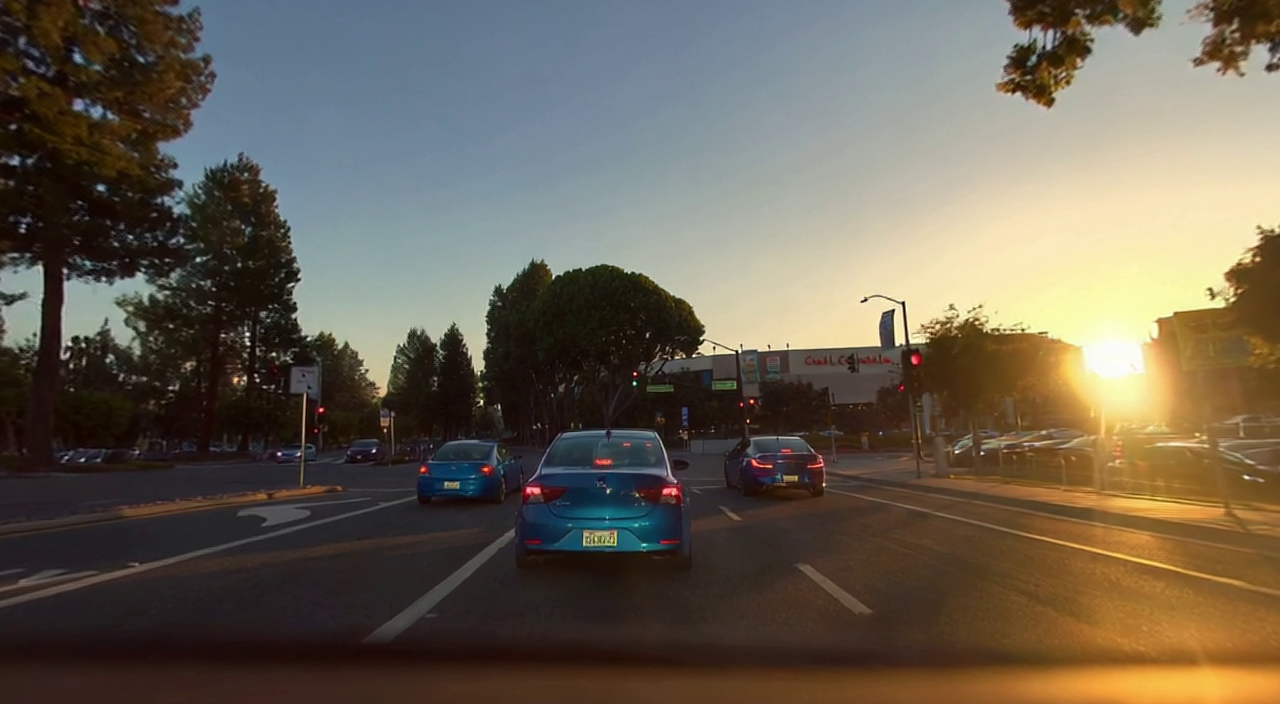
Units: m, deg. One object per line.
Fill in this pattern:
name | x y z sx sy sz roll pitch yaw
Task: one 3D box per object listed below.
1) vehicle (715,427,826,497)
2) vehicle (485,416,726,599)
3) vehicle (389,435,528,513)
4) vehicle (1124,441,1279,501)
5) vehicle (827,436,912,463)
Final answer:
vehicle | 3.430 2.992 17.506 2.028 1.678 4.220 0 -8 -2
vehicle | -0.357 1.633 7.536 2.045 1.533 4.183 0 -8 -2
vehicle | -3.763 2.587 13.854 1.998 1.452 3.773 0 -8 -1
vehicle | 15.192 3.011 16.270 3.951 1.418 1.842 0 -8 -3
vehicle | 13.901 5.927 38.465 4.419 1.619 1.894 1 -9 -8
